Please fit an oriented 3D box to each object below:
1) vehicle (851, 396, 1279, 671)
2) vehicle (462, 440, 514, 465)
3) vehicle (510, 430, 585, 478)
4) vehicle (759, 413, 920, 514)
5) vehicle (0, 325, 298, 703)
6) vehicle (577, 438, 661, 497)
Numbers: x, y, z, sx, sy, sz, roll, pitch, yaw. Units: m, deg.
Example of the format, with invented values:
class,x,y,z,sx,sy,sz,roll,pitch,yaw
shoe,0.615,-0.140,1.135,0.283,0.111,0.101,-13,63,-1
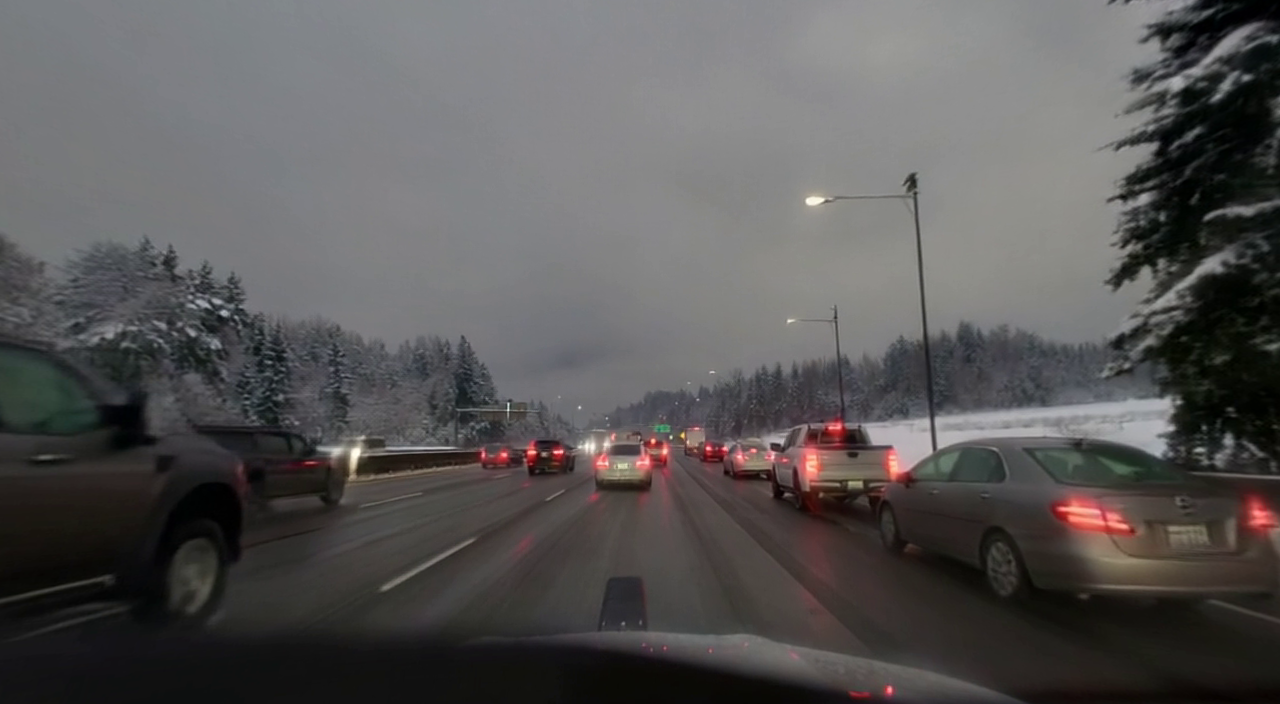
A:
class,x,y,z,sx,sy,sz,roll,pitch,yaw
vehicle,3.757,1.369,5.926,1.984,1.567,4.475,0,-8,0
vehicle,-9.885,6.582,41.398,1.907,1.508,4.608,-1,-8,4
vehicle,-3.787,4.319,26.917,2.110,1.811,5.585,0,-8,2
vehicle,3.992,2.331,13.590,1.999,1.777,4.578,0,-8,1
vehicle,-4.258,0.752,2.492,2.395,1.892,5.995,0,-8,1
vehicle,-0.455,3.156,17.664,2.070,1.456,4.029,0,-8,2
